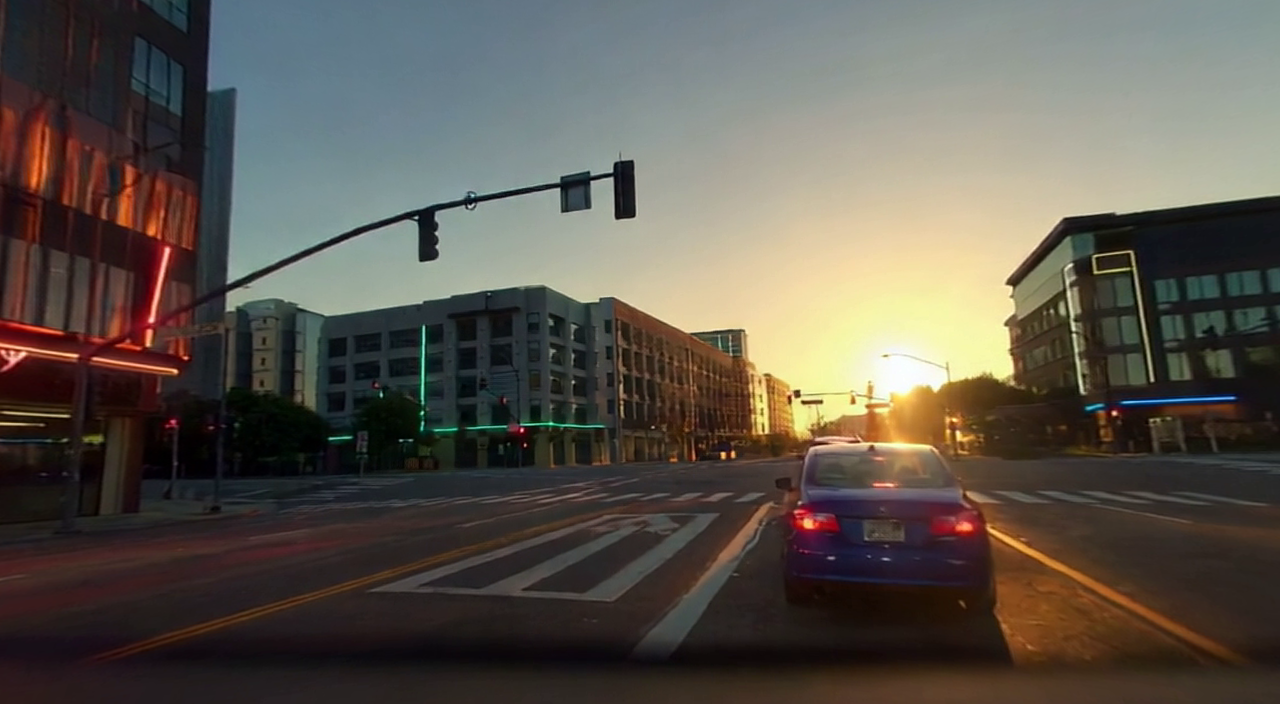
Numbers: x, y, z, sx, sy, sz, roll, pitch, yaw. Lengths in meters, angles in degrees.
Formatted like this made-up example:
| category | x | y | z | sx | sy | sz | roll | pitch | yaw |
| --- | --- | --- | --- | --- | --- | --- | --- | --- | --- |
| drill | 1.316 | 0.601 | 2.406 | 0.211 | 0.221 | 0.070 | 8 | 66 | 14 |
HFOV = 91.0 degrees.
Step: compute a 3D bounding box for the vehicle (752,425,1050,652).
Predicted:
| category | x | y | z | sx | sy | sz | roll | pitch | yaw |
| --- | --- | --- | --- | --- | --- | --- | --- | --- | --- |
| vehicle | 2.329 | 1.579 | 6.566 | 1.872 | 1.459 | 4.483 | -2 | -9 | 15 |
